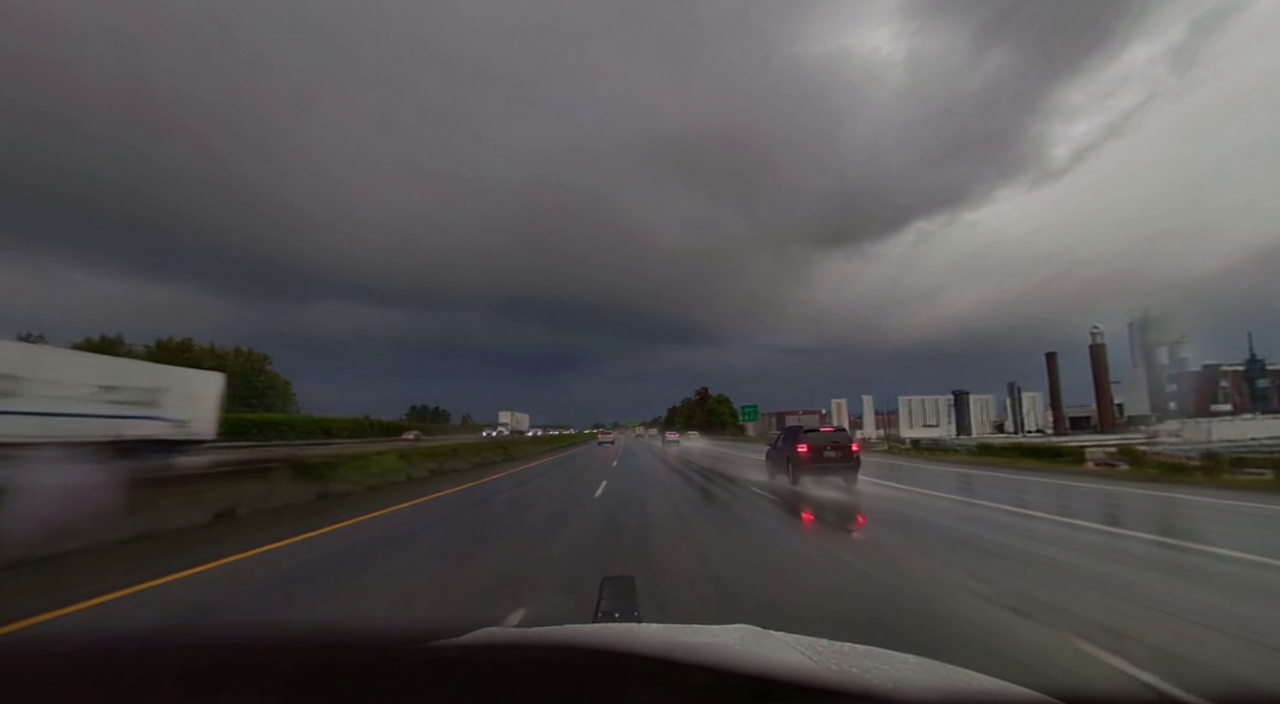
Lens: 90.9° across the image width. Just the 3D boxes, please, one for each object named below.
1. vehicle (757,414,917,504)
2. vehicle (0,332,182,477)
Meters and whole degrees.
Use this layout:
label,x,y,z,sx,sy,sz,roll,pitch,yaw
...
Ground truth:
label,x,y,z,sx,sy,sz,roll,pitch,yaw
vehicle,4.000,2.244,13.656,2.022,1.637,4.229,0,-8,-1
vehicle,-18.680,1.326,16.283,2.981,3.857,14.529,0,-8,-1
